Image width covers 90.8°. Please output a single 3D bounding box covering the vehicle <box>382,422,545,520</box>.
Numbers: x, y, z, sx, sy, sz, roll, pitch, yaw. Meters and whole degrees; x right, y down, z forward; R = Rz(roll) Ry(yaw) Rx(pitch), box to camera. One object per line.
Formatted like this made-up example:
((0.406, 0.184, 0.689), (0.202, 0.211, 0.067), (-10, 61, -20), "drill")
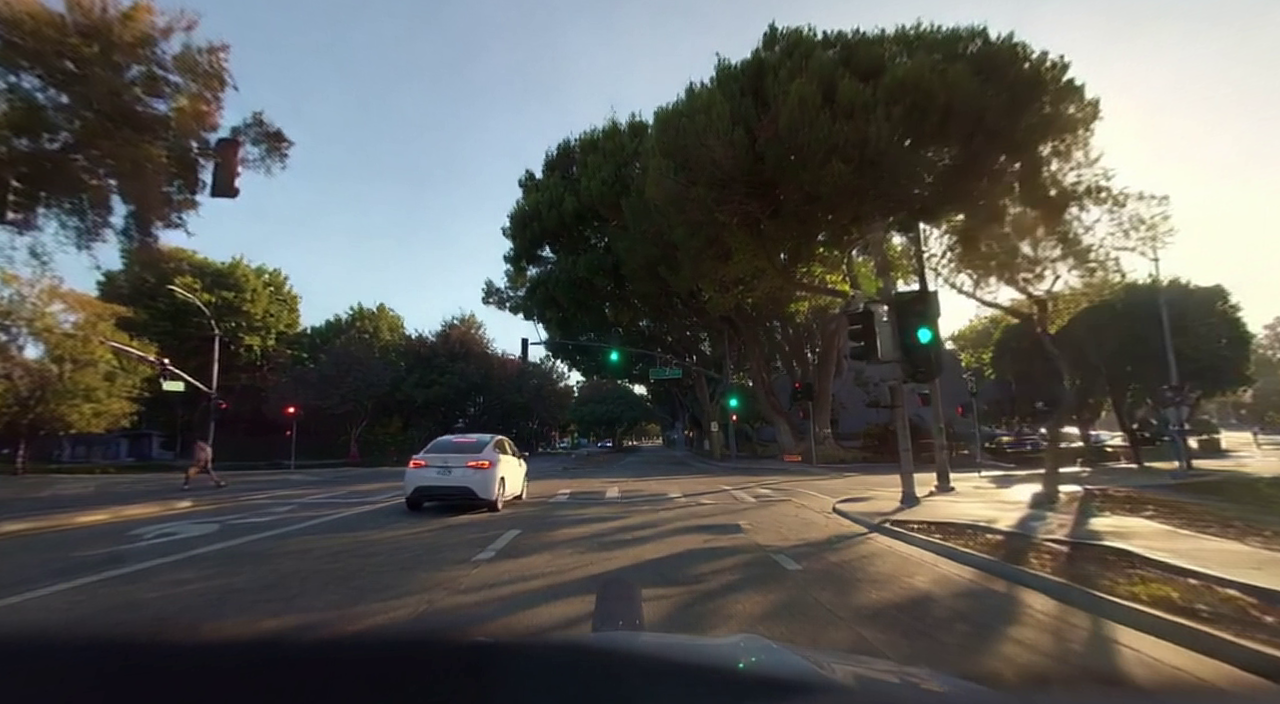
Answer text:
((-3.254, 2.305, 12.754), (2.076, 1.599, 4.483), (0, -9, -1), "vehicle")
